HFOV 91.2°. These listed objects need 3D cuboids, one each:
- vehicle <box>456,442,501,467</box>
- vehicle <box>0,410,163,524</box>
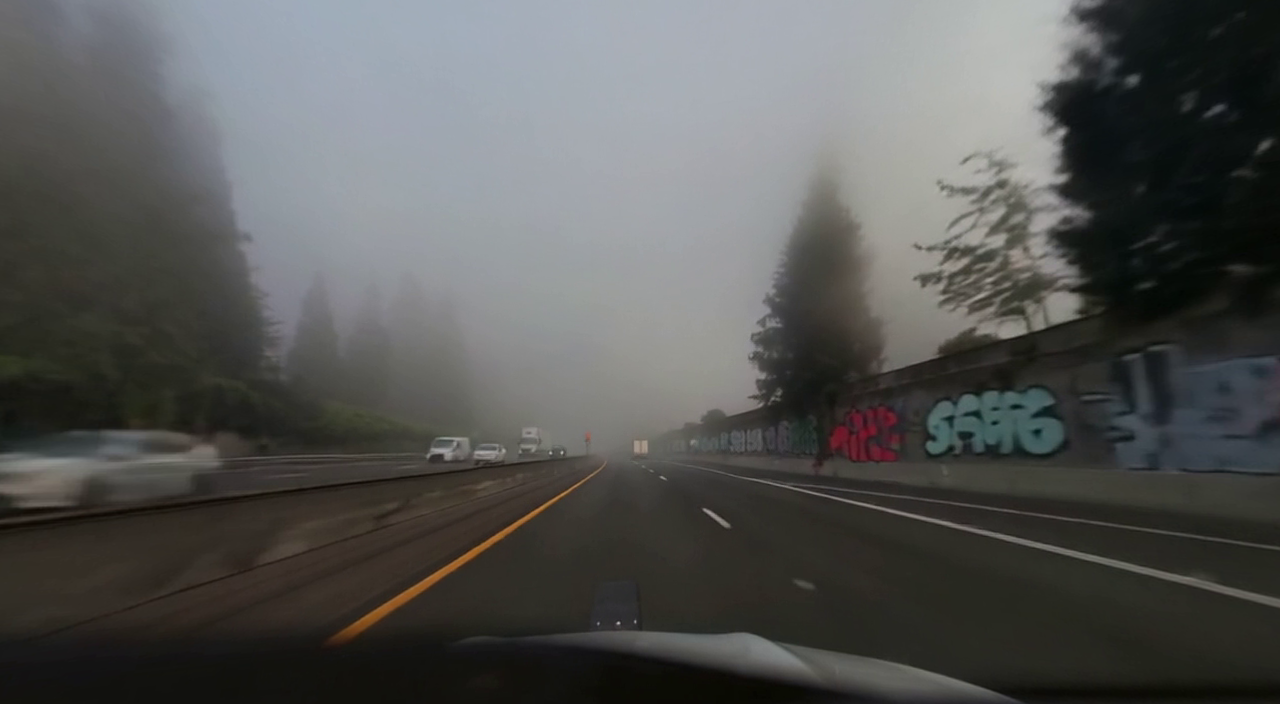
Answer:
[{"bbox_3d":[-10.089,6.466,39.527,1.813,1.466,3.902,0,-9,0],"label":"vehicle"},{"bbox_3d":[-9.362,1.639,9.028,1.834,1.482,3.947,0,-9,0],"label":"vehicle"}]
